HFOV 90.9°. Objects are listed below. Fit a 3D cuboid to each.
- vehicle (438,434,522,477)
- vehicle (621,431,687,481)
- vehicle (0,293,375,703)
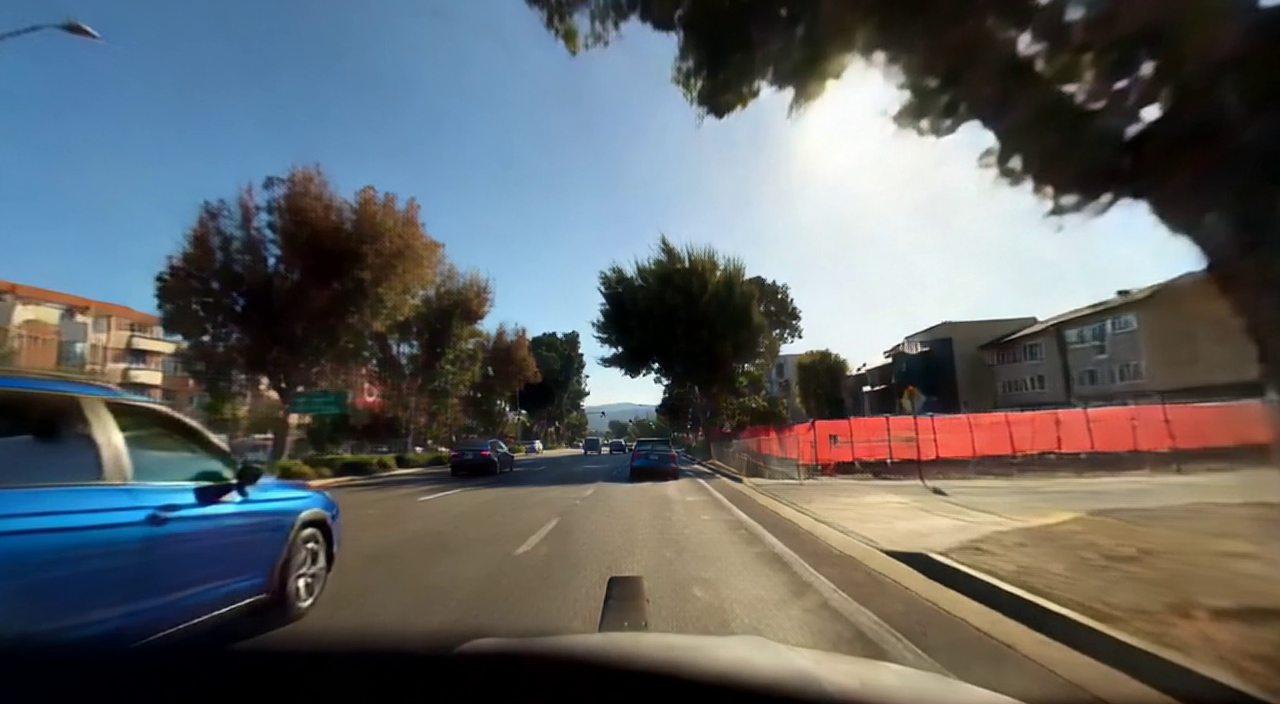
[{"bbox_3d":[-5.911,3.880,23.853,1.877,1.479,4.430,0,-8,2],"label":"vehicle"},{"bbox_3d":[0.497,3.801,23.323,2.227,1.654,4.091,0,-8,1],"label":"vehicle"},{"bbox_3d":[-3.459,0.788,2.956,2.157,1.824,4.986,0,-8,1],"label":"vehicle"}]
